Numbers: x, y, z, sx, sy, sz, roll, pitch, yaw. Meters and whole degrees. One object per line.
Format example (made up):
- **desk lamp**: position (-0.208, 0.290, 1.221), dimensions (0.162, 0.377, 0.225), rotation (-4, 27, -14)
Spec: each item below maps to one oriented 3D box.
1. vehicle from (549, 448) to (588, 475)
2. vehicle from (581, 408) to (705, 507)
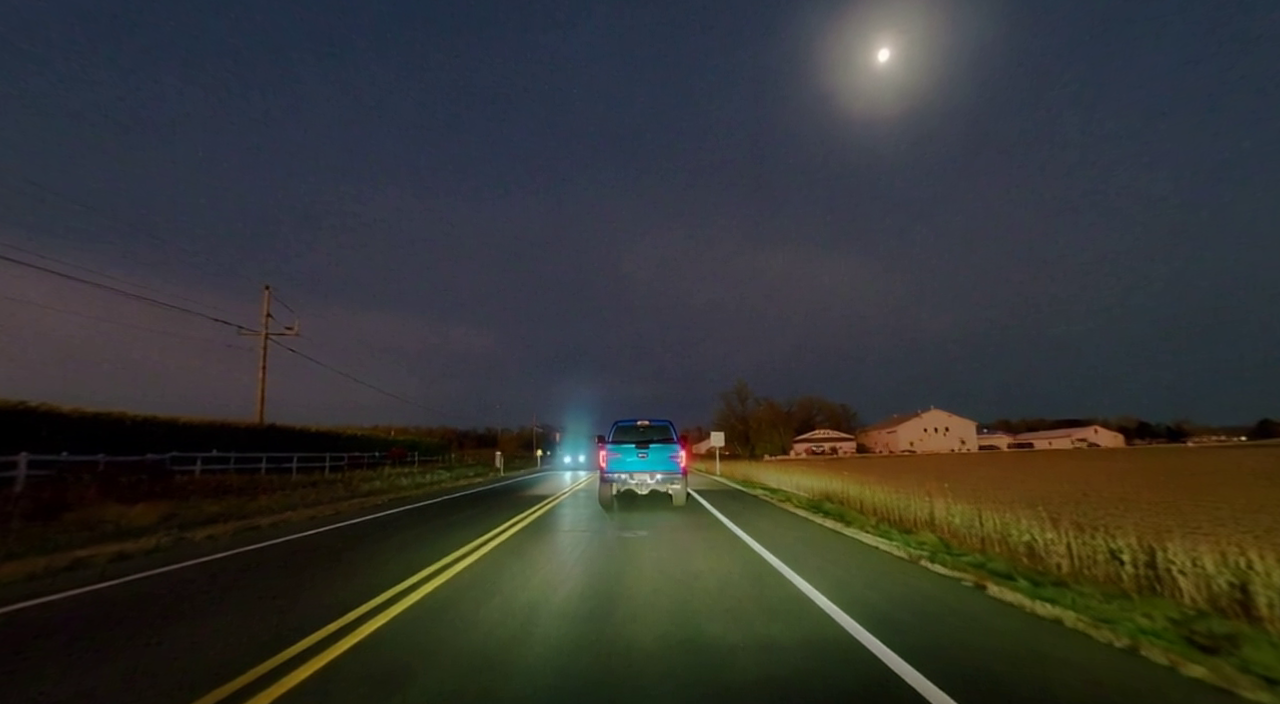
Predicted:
- **vehicle**: position (-4.277, 6.614, 38.364), dimensions (1.853, 1.473, 4.256), rotation (0, -8, 0)
- **vehicle**: position (-0.016, 3.020, 18.559), dimensions (2.912, 2.320, 7.292), rotation (0, -8, -1)
